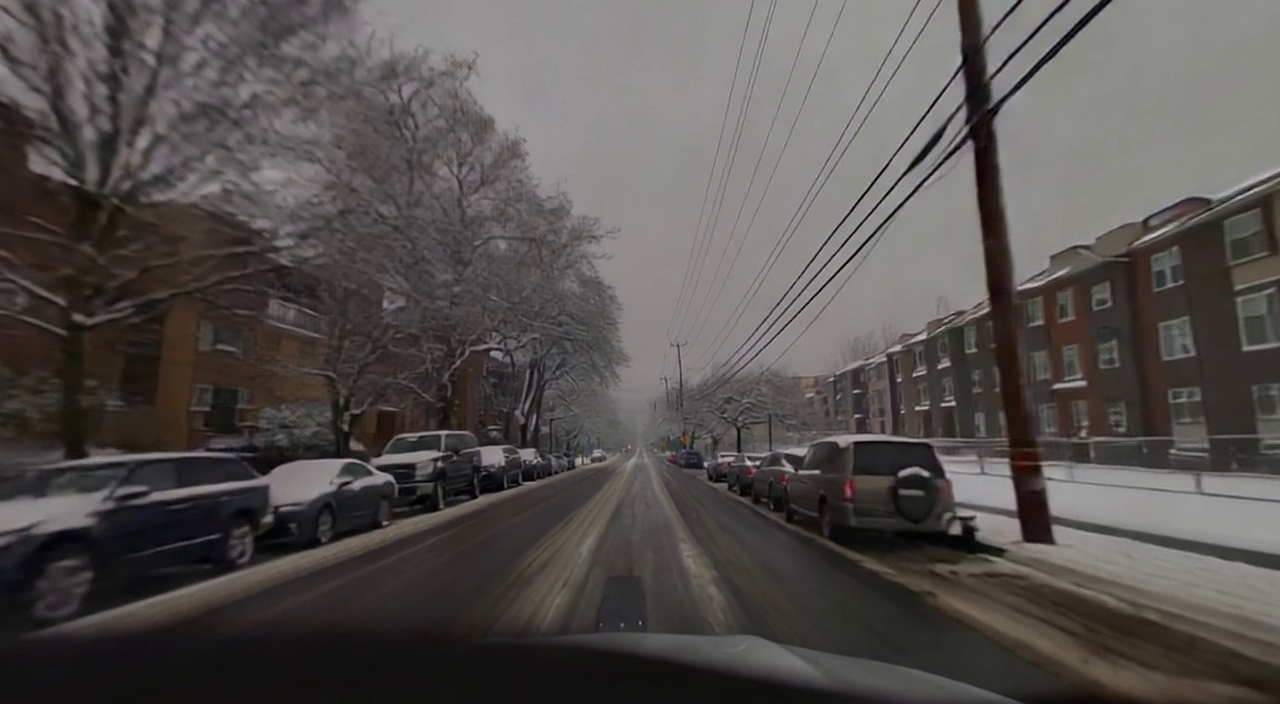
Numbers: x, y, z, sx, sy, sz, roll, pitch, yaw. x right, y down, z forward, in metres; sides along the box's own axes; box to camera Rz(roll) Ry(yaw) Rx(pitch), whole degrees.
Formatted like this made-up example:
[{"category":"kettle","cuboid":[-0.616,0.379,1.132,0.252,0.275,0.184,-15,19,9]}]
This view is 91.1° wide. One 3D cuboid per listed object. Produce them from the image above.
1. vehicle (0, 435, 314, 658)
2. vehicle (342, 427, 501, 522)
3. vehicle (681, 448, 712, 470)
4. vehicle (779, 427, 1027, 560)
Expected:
[{"category":"vehicle","cuboid":[-6.093,1.859,7.102,2.247,1.698,4.944,-3,-7,-1]},{"category":"vehicle","cuboid":[-6.039,3.379,18.432,2.376,2.219,6.021,-2,-7,2]},{"category":"vehicle","cuboid":[4.242,8.116,47.775,1.883,1.527,3.828,0,-9,-1]},{"category":"vehicle","cuboid":[3.957,2.200,10.499,2.328,1.730,4.225,0,-9,0]}]
